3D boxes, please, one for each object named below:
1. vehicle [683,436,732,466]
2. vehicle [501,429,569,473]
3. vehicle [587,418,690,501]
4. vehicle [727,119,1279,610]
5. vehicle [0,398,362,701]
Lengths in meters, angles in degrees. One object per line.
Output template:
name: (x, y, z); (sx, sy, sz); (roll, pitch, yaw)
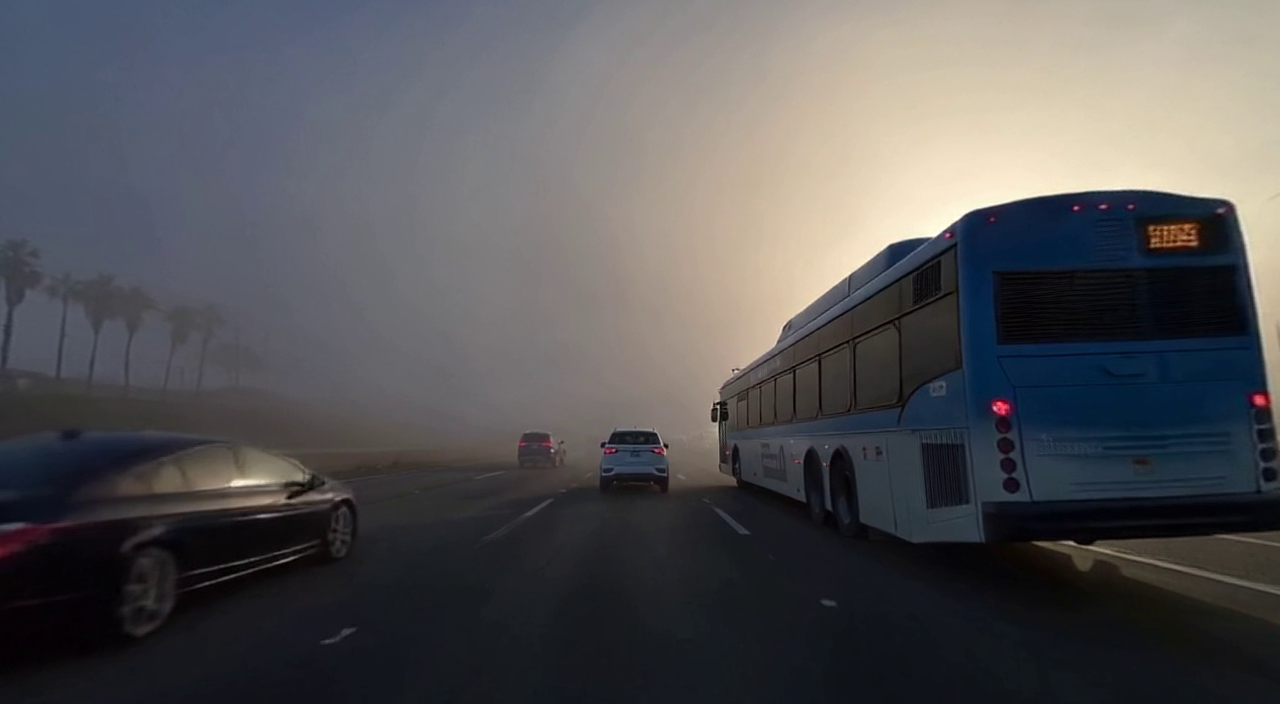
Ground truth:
vehicle: (3.631, 5.430, 34.656); (2.039, 1.516, 4.521); (0, -9, -2)
vehicle: (-4.512, 4.376, 27.954); (2.100, 1.765, 4.743); (0, -9, 1)
vehicle: (0.002, 2.681, 16.015); (2.268, 1.796, 4.280); (0, -9, 1)
vehicle: (4.024, 1.054, 11.683); (3.020, 3.622, 14.302); (0, -9, 1)
vehicle: (-4.307, 1.281, 5.017); (2.040, 1.536, 4.680); (0, -9, 0)
